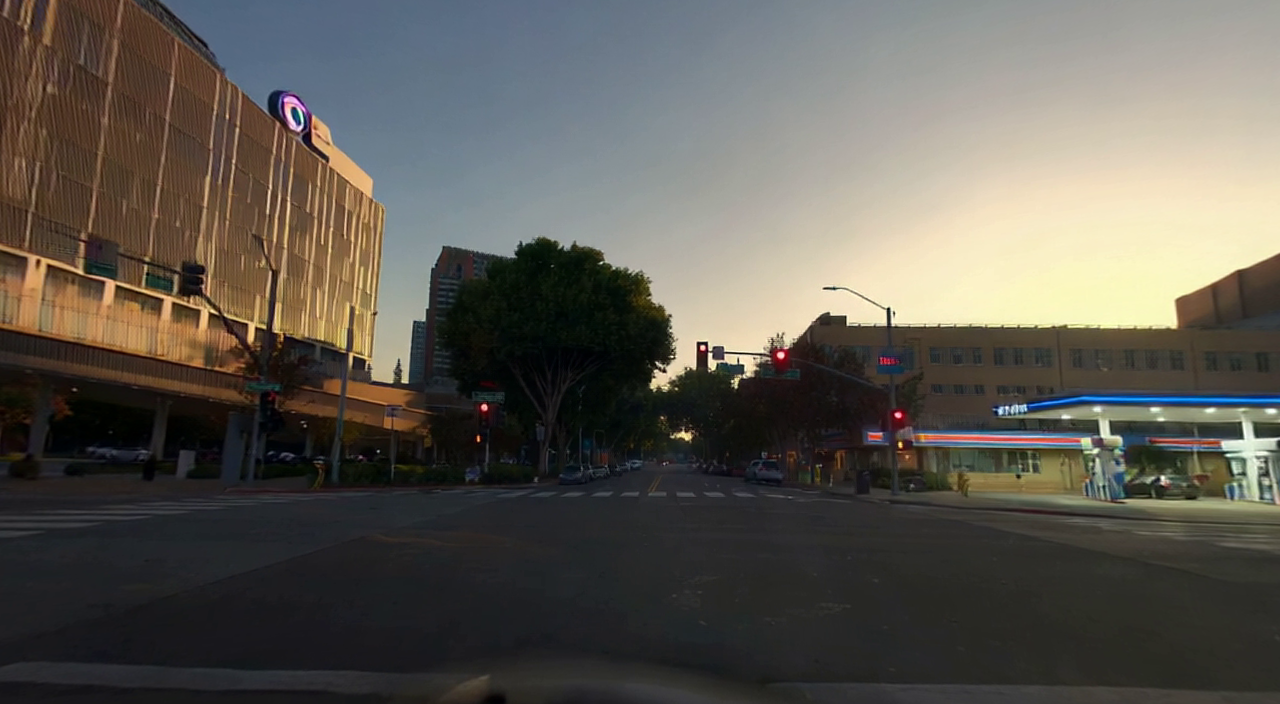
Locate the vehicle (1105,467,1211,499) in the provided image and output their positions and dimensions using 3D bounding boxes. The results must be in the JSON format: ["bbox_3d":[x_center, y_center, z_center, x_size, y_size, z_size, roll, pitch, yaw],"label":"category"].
[{"bbox_3d":[28.019,7.058,34.318,1.897,1.466,4.211,1,-8,-6],"label":"vehicle"}]
